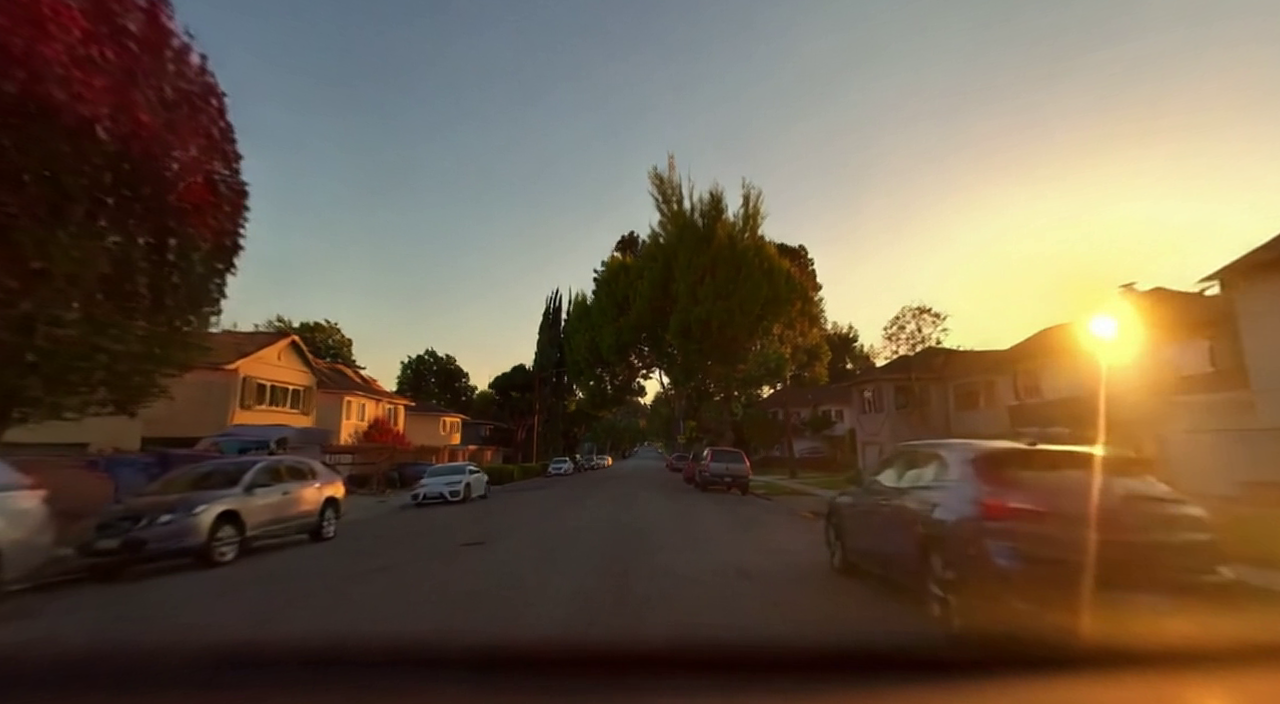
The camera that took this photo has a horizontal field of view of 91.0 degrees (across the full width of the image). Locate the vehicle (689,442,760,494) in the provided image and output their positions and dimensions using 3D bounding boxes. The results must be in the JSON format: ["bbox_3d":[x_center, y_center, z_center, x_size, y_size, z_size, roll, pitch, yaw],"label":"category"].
[{"bbox_3d":[3.248,4.590,25.397,2.262,1.870,4.948,0,-8,1],"label":"vehicle"}]

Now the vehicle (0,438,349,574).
[{"bbox_3d":[-6.926,2.433,10.180,1.905,1.602,4.974,-2,-13,2],"label":"vehicle"}]

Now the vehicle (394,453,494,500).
[{"bbox_3d":[-6.871,4.552,22.643,2.071,1.481,4.425,-1,-13,2],"label":"vehicle"}]

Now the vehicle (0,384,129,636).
[{"bbox_3d":[-6.874,1.121,4.086,2.408,2.201,5.646,-1,-11,-2],"label":"vehicle"}]

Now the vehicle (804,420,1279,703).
[{"bbox_3d":[3.162,1.526,5.852,2.050,1.598,4.590,0,-8,0],"label":"vehicle"}]
